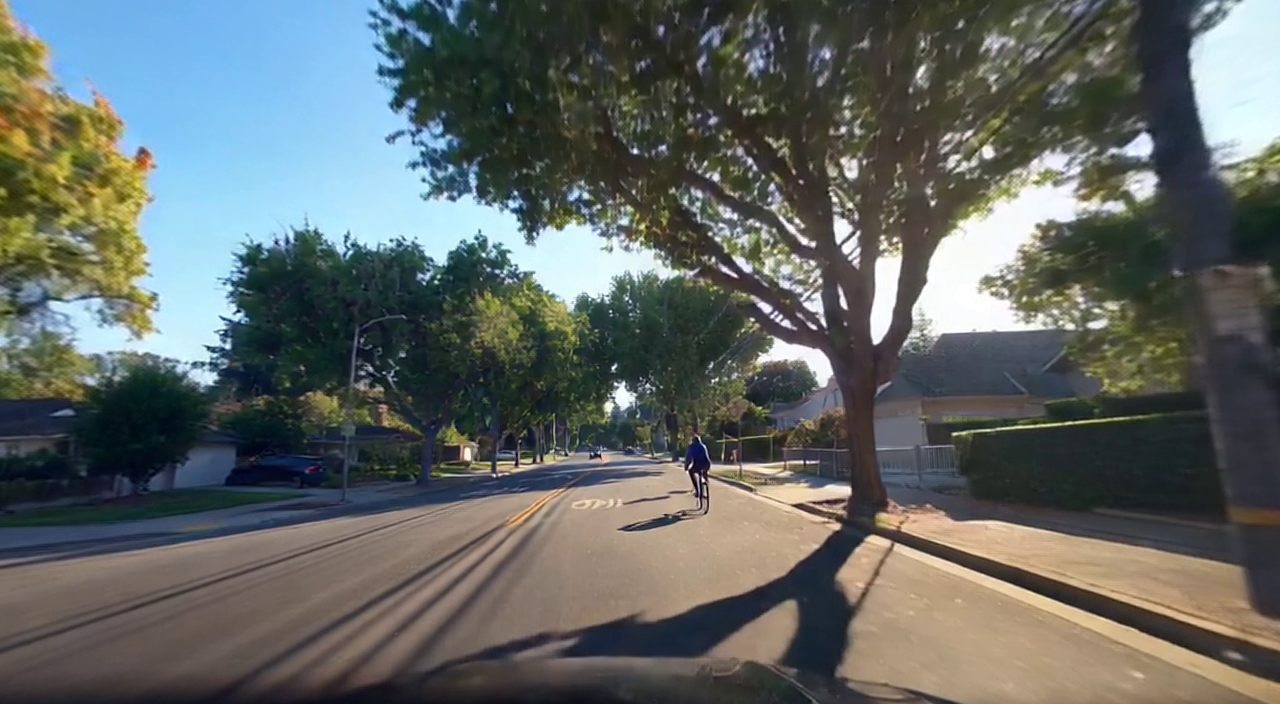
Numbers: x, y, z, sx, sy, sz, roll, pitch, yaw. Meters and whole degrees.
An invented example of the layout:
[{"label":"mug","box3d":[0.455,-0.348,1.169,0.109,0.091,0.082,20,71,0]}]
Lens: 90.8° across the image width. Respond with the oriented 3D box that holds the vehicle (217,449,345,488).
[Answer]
[{"label":"vehicle","box3d":[-14.629,4.753,25.904,4.143,1.480,1.755,0,-8,-2]}]
